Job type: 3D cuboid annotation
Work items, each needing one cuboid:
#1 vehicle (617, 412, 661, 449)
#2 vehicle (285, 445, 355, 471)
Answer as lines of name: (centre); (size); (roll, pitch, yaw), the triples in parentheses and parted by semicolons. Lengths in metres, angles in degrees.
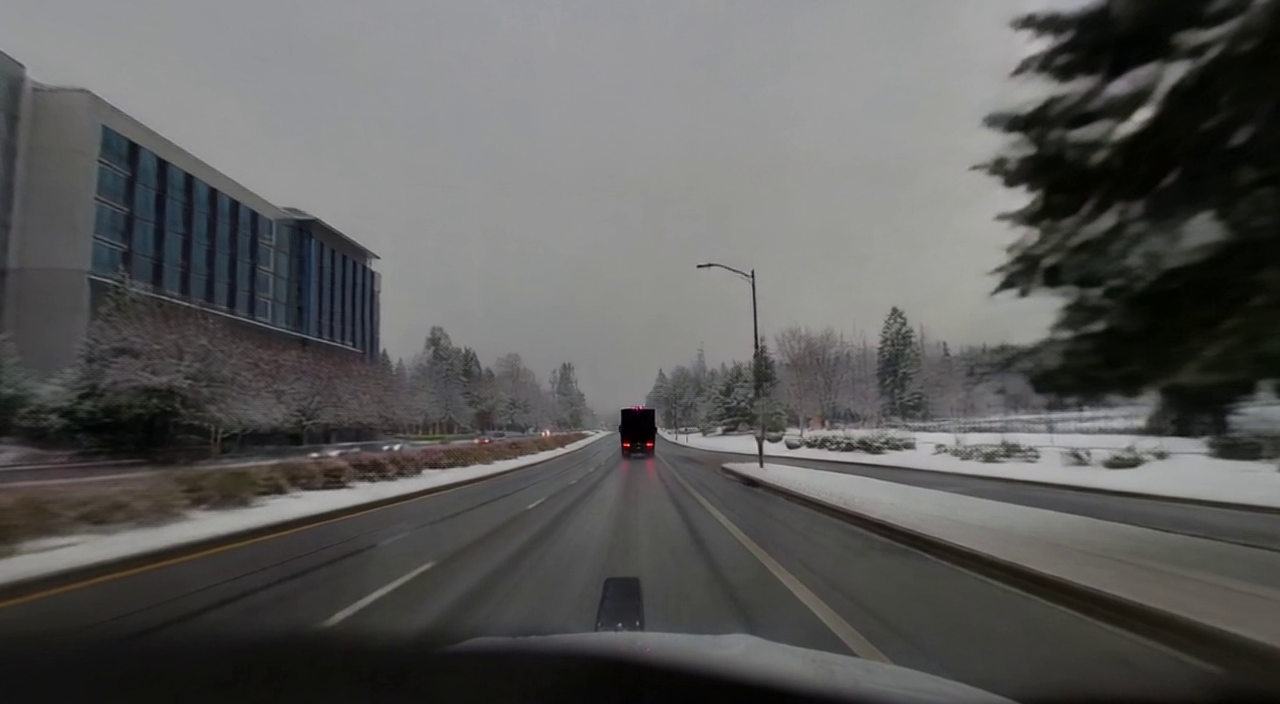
vehicle: (-0.129, 4.307, 34.093); (2.178, 1.829, 4.932); (0, -9, -2)
vehicle: (-20.098, 6.689, 39.939); (1.935, 1.525, 4.614); (0, -9, 0)
